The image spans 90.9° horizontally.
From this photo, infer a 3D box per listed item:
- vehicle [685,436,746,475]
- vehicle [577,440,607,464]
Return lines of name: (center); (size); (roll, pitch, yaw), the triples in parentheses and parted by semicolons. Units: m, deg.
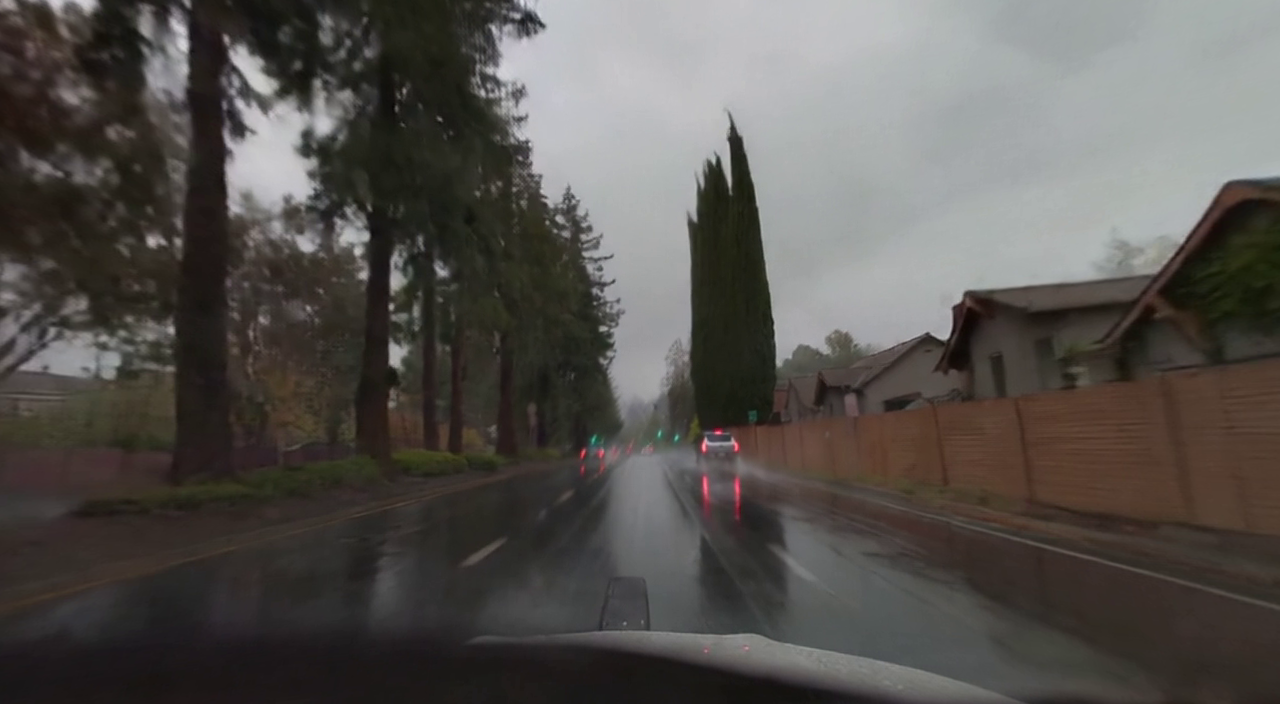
vehicle: (3.551, 4.983, 30.627); (2.321, 1.695, 5.037); (0, -8, -1)
vehicle: (-3.649, 7.692, 48.692); (2.002, 1.747, 4.728); (0, -8, 0)
